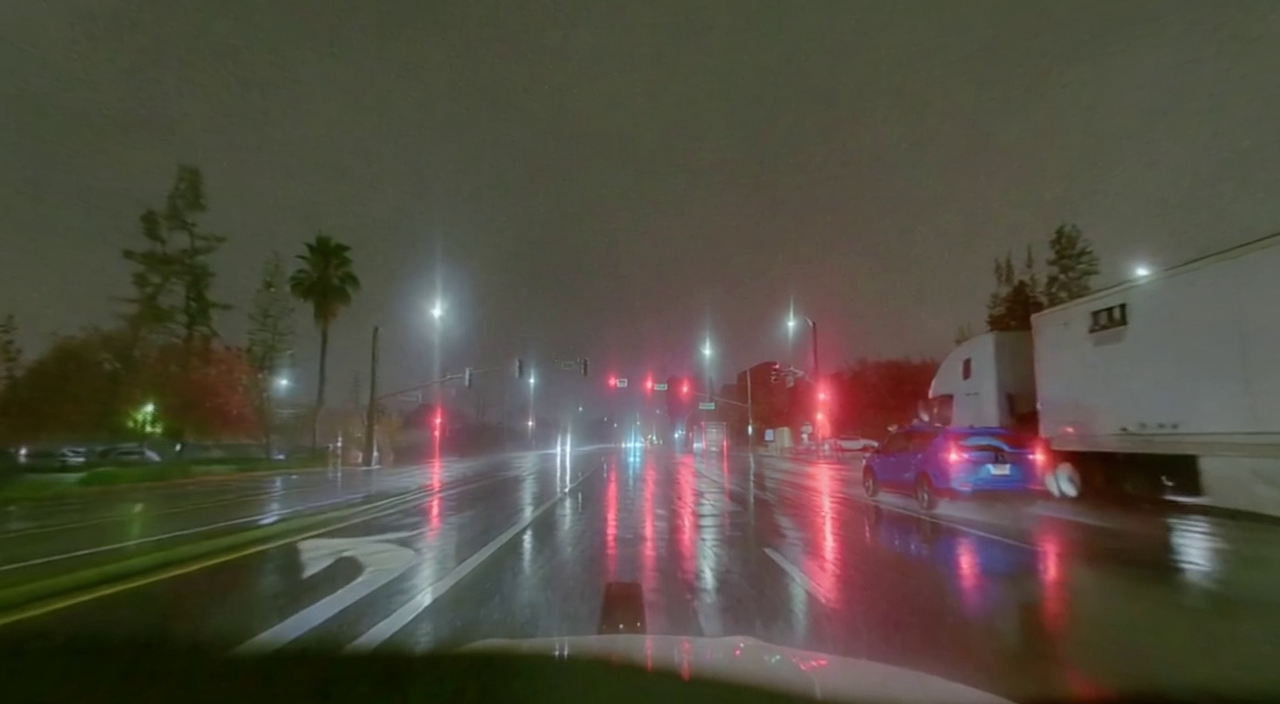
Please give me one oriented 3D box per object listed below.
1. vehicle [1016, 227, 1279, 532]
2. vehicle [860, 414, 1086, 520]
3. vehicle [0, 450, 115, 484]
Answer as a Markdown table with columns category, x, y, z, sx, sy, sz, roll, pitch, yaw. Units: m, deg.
| category | x | y | z | sx | sy | sz | roll | pitch | yaw |
| --- | --- | --- | --- | --- | --- | --- | --- | --- | --- |
| vehicle | 10.376 | 0.033 | 6.261 | 2.975 | 4.201 | 17.050 | 0 | -8 | 0 |
| vehicle | 6.385 | 2.266 | 12.930 | 2.012 | 1.754 | 4.635 | 0 | -8 | -1 |
| vehicle | -27.715 | 5.326 | 29.475 | 4.505 | 1.457 | 2.003 | 3 | -9 | -25 |
